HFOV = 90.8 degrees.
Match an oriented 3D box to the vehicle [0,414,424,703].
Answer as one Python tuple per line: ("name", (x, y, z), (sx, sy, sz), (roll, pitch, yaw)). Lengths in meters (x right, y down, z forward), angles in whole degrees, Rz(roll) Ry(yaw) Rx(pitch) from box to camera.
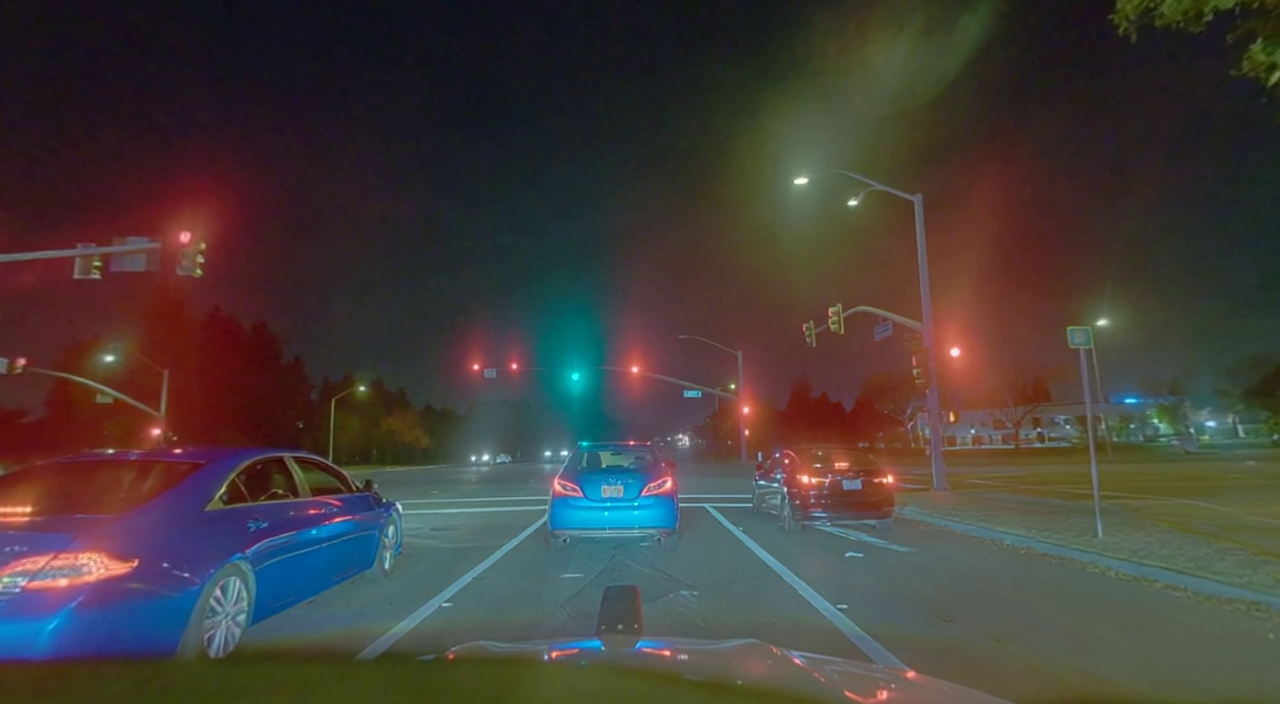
("vehicle", (-3.581, 1.358, 5.155), (2.052, 1.472, 4.479), (0, -8, 0))

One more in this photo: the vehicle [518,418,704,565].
("vehicle", (-0.346, 1.822, 8.966), (2.038, 1.599, 3.844), (0, -8, -1))

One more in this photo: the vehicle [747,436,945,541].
("vehicle", (3.275, 2.259, 11.164), (1.970, 1.449, 4.433), (0, -8, 0))
